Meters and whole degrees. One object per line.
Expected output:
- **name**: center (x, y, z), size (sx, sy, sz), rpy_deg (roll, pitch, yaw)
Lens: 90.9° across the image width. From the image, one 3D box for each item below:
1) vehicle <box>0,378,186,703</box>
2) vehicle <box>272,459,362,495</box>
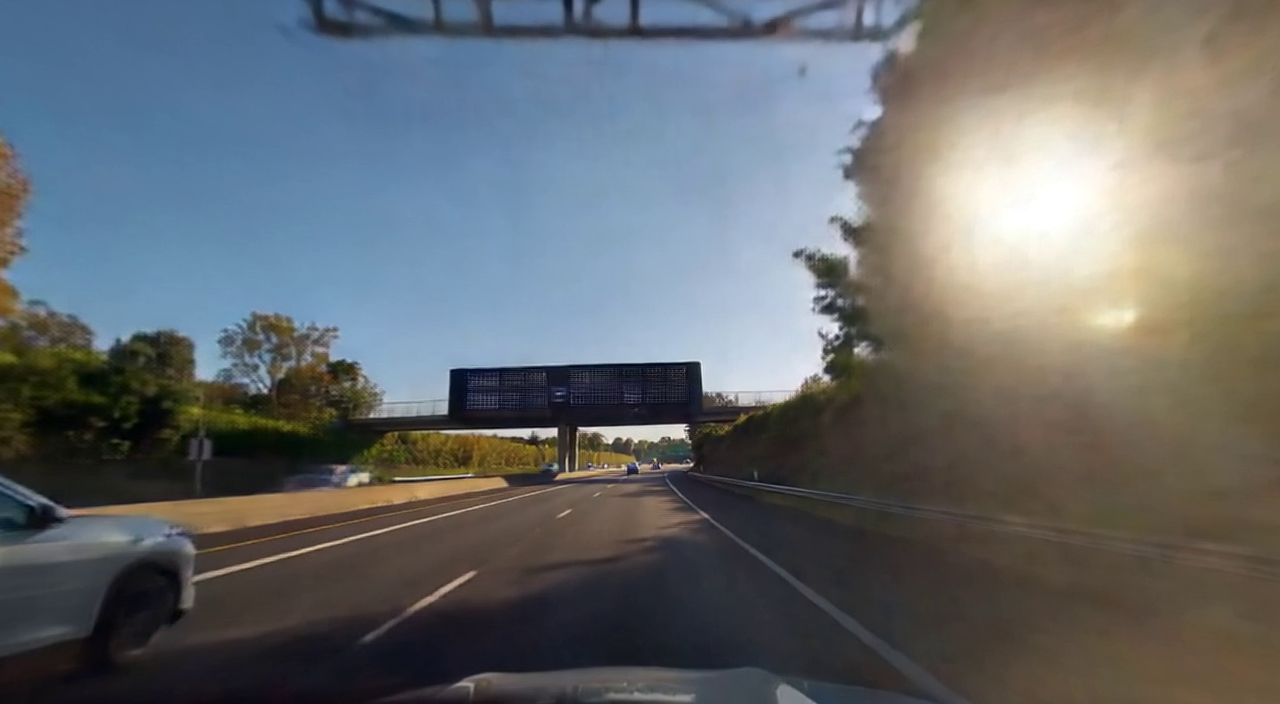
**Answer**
- **vehicle**: center (-4.115, 0.738, 1.761), size (2.141, 1.697, 4.641), rpy_deg (1, -11, 0)
- **vehicle**: center (-14.983, 5.825, 29.492), size (1.930, 1.523, 4.060), rpy_deg (1, -11, 2)
